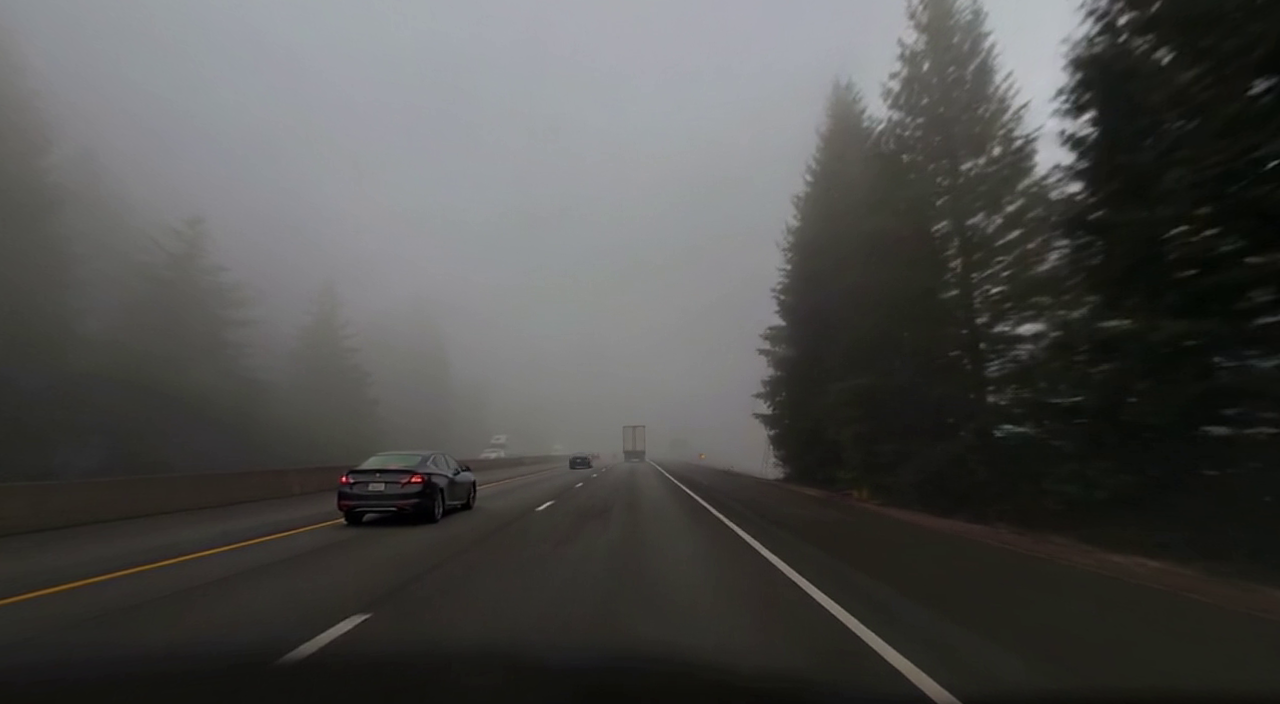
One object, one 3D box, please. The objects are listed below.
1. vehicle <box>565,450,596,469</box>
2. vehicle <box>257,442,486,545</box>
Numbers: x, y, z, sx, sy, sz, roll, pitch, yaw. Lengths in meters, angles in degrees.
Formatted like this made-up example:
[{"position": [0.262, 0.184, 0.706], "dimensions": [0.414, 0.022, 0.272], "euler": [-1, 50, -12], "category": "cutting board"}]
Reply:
[{"position": [-4.572, 8.382, 49.256], "dimensions": [2.032, 1.381, 3.909], "euler": [0, -9, 0], "category": "vehicle"}, {"position": [-4.387, 2.371, 11.258], "dimensions": [2.106, 1.445, 4.404], "euler": [0, -9, 1], "category": "vehicle"}]
